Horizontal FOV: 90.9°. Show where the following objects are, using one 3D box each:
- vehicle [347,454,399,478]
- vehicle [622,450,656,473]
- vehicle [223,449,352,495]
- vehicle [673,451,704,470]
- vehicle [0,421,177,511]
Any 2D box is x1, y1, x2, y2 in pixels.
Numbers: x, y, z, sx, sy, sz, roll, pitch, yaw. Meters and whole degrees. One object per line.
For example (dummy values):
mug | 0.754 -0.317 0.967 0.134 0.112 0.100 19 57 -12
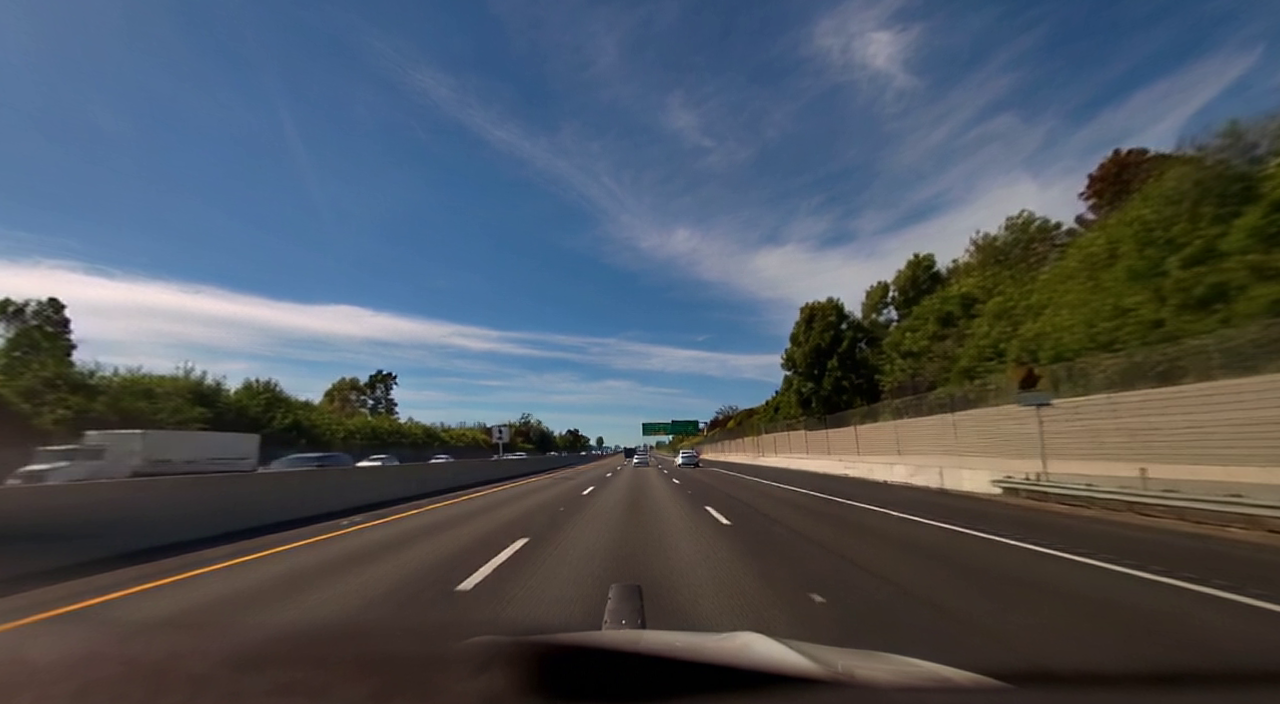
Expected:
vehicle | -18.246 7.783 43.266 1.747 1.480 4.431 0 -9 -3
vehicle | -0.118 6.911 39.981 2.065 1.400 4.028 0 -9 -1
vehicle | -13.581 4.621 24.754 2.081 1.598 5.088 0 -9 0
vehicle | 3.611 8.106 47.211 1.883 1.320 3.386 0 -9 -2
vehicle | -19.590 3.773 21.243 2.294 2.582 7.204 0 -9 1
